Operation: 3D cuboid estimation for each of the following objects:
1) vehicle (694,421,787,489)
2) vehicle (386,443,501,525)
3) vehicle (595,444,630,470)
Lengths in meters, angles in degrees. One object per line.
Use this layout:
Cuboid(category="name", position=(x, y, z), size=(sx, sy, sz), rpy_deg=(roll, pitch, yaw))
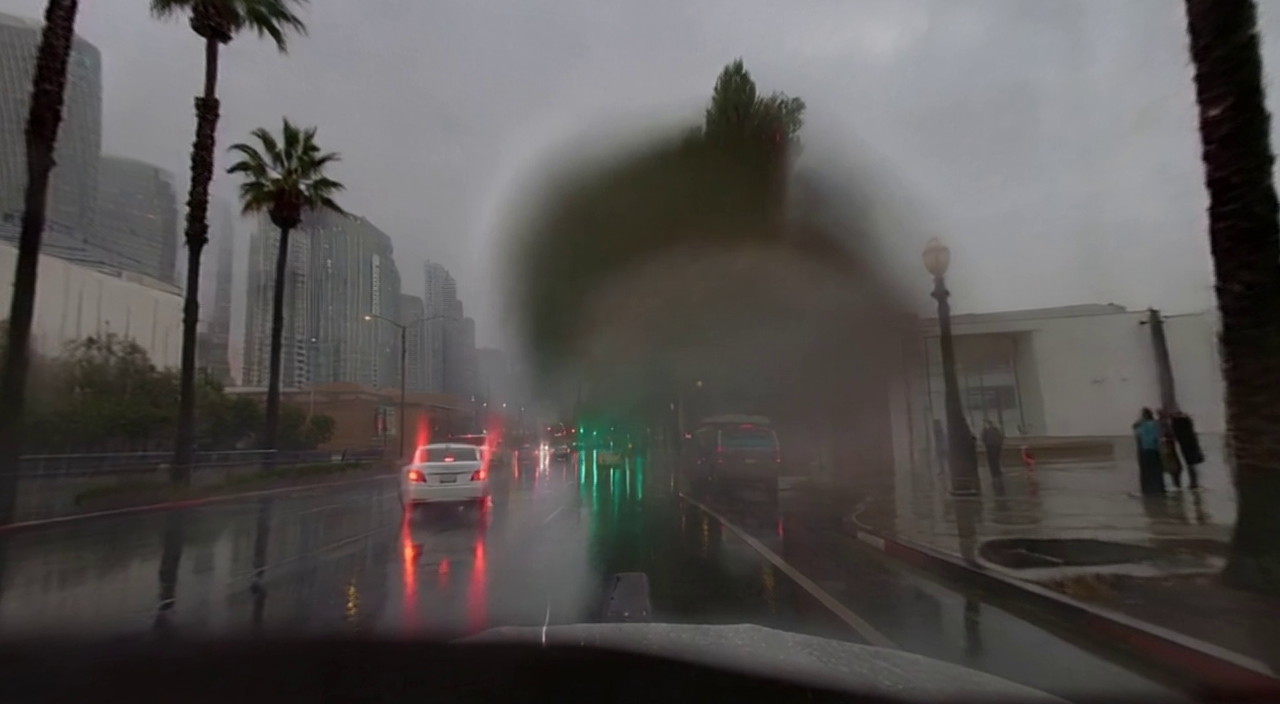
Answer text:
Cuboid(category="vehicle", position=(3.468, 3.706, 22.883), size=(2.126, 2.167, 5.098), rpy_deg=(0, -9, -5))
Cuboid(category="vehicle", position=(-4.552, 2.816, 14.139), size=(1.930, 1.477, 4.657), rpy_deg=(3, -9, -23))
Cuboid(category="vehicle", position=(-1.718, 6.425, 38.649), size=(1.972, 1.473, 4.000), rpy_deg=(0, -9, -5))
